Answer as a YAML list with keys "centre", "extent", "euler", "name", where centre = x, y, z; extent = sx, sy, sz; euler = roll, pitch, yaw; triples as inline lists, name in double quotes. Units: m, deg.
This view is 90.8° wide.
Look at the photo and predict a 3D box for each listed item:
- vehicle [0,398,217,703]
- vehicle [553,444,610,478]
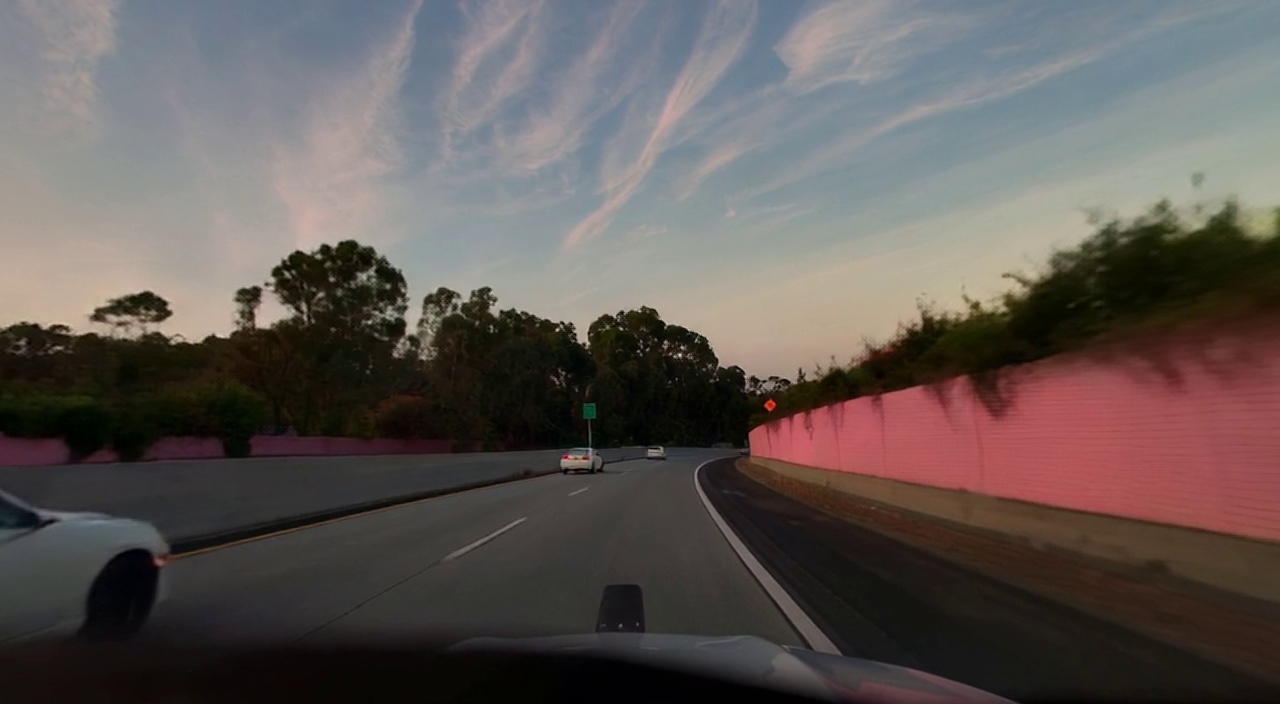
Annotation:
- centre: [-3.779, 0.846, 2.135]
  extent: [1.884, 1.469, 3.959]
  euler: [0, -9, 1]
  name: "vehicle"
- centre: [-2.567, 4.918, 28.617]
  extent: [1.746, 1.405, 4.339]
  euler: [-1, -9, 6]
  name: "vehicle"
